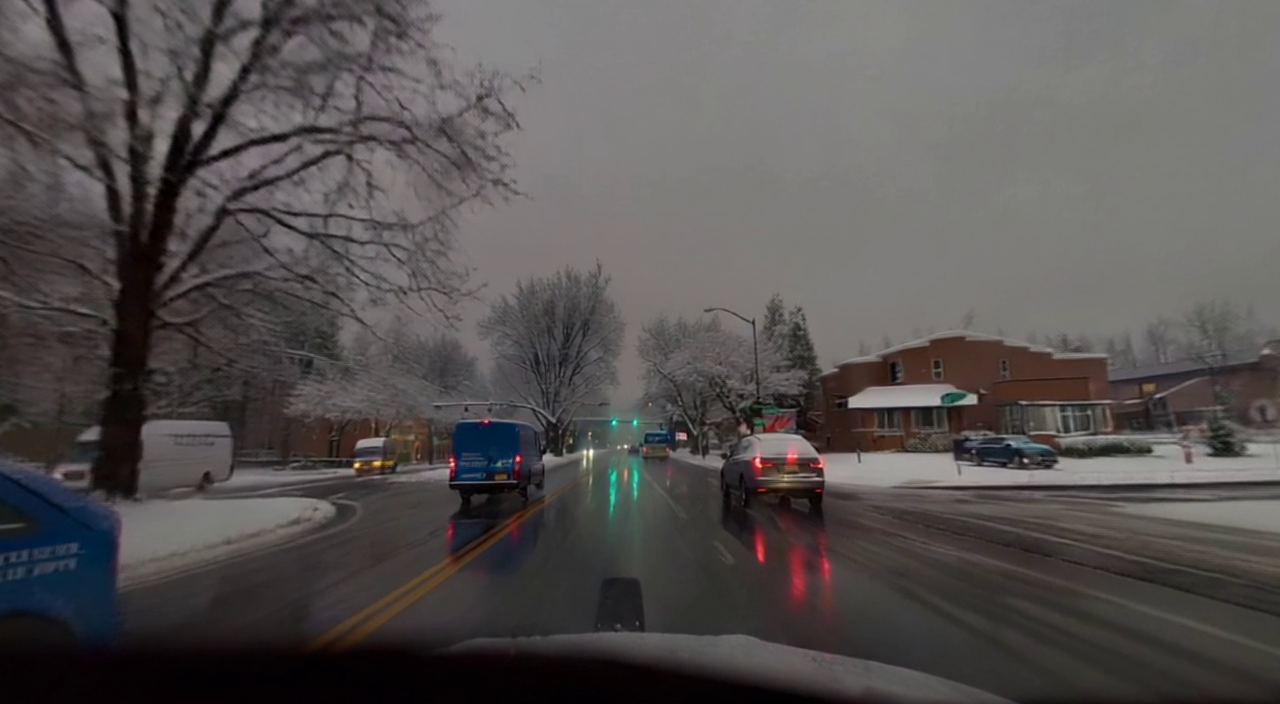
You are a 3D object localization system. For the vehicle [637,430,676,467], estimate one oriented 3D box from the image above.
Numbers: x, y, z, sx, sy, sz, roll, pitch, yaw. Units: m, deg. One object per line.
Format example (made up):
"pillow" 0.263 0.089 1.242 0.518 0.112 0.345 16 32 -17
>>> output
"vehicle" 1.176 7.269 47.661 2.397 2.566 5.324 0 -9 -4

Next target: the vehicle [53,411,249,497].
"vehicle" -23.181 4.939 30.840 2.883 3.560 8.400 0 -9 -1

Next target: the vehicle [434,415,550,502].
"vehicle" -4.138 3.095 18.617 2.420 2.227 4.499 0 -9 -1

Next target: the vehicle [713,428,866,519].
"vehicle" 3.030 2.595 14.006 2.087 1.658 4.612 0 -9 -2

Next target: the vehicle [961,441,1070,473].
"vehicle" 18.171 5.076 30.633 4.210 1.480 1.922 1 -9 -11
